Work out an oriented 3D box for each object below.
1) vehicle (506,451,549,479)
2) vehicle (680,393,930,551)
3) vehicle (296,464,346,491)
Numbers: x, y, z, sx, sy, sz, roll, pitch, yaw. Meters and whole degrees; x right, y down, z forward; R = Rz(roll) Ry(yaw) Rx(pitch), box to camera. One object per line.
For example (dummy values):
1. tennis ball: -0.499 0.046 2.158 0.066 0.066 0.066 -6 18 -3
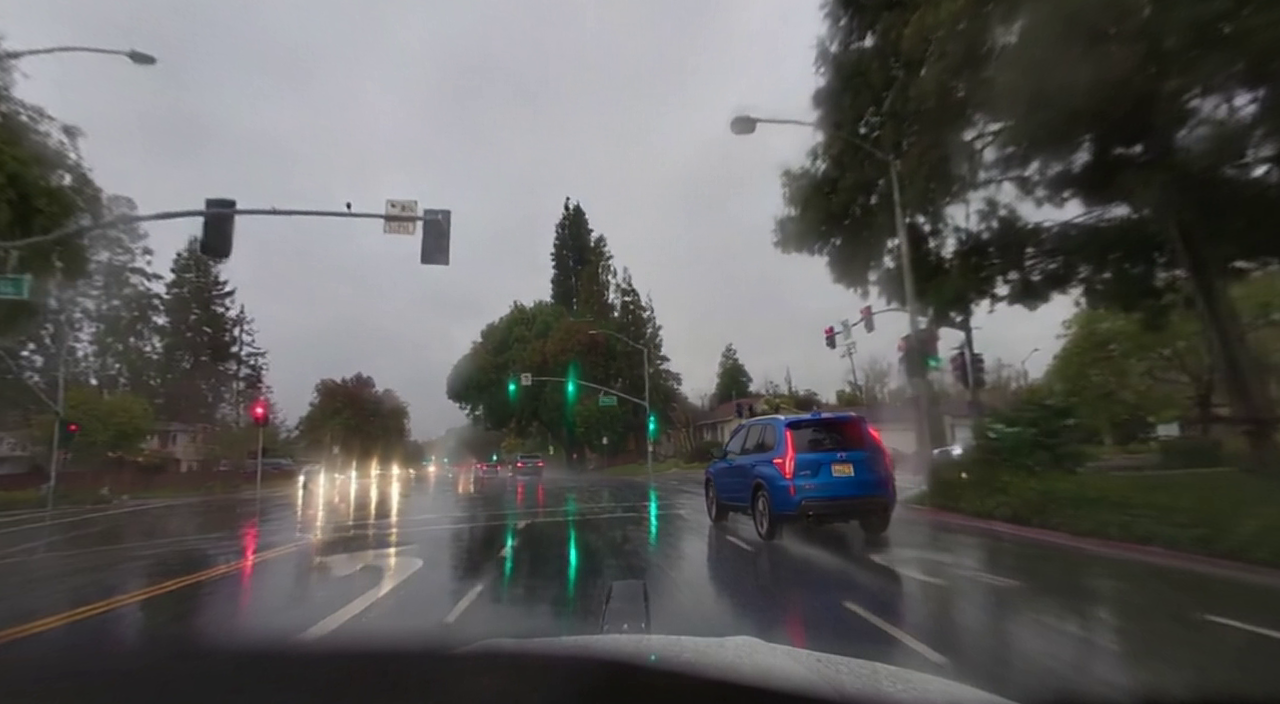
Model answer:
1. vehicle: -7.431 7.361 41.305 2.138 1.729 4.178 3 -9 -18
2. vehicle: 2.414 2.022 11.294 2.338 2.063 5.592 1 -9 -7
3. vehicle: -21.535 8.487 42.768 1.955 1.509 4.640 -1 -9 -13
